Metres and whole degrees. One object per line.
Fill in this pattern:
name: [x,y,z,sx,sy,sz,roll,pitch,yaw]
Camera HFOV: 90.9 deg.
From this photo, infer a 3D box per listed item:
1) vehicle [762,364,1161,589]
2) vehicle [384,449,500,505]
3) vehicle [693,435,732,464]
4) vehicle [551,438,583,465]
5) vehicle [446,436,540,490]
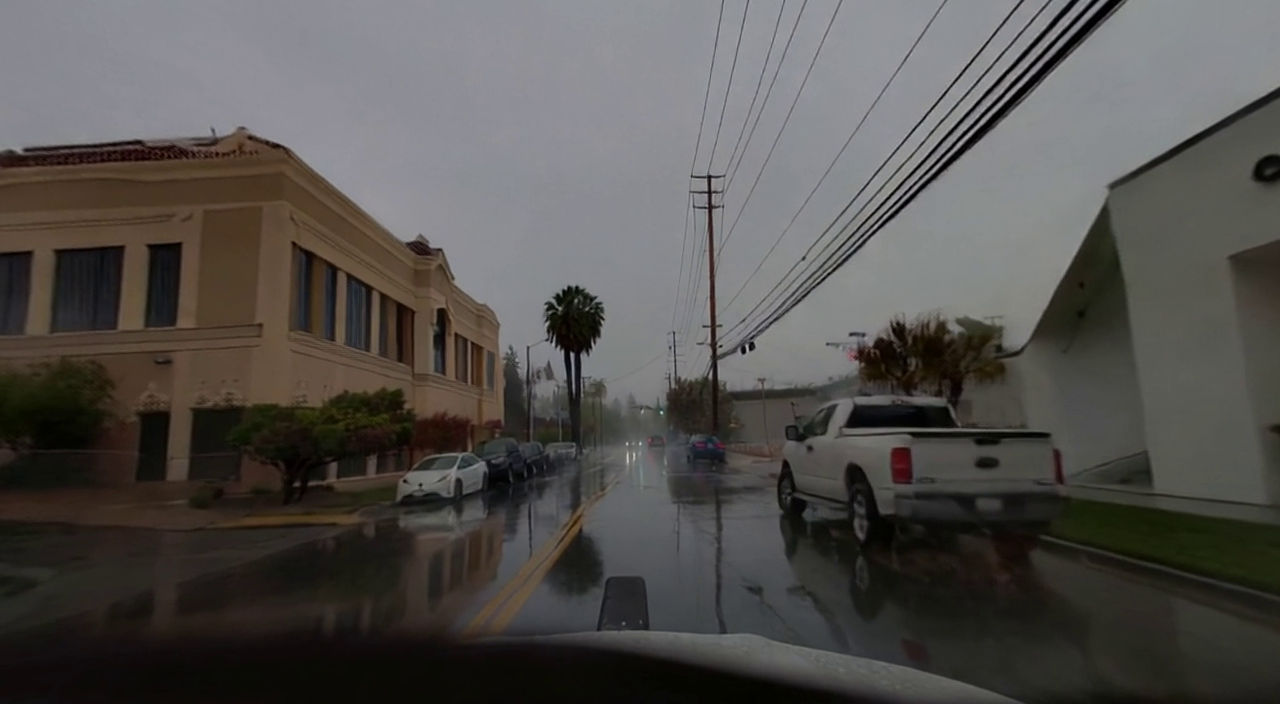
vehicle: [3.628,1.602,9.050,2.485,2.123,6.029,0,-8,0]
vehicle: [-5.841,3.723,19.319,1.982,1.453,4.577,0,-8,1]
vehicle: [4.256,5.778,37.542,1.948,1.607,4.873,-1,-8,3]
vehicle: [-5.439,7.468,47.563,2.126,1.864,4.831,0,-8,-3]
vehicle: [-5.574,4.265,24.706,2.286,1.836,5.088,-1,-8,2]
